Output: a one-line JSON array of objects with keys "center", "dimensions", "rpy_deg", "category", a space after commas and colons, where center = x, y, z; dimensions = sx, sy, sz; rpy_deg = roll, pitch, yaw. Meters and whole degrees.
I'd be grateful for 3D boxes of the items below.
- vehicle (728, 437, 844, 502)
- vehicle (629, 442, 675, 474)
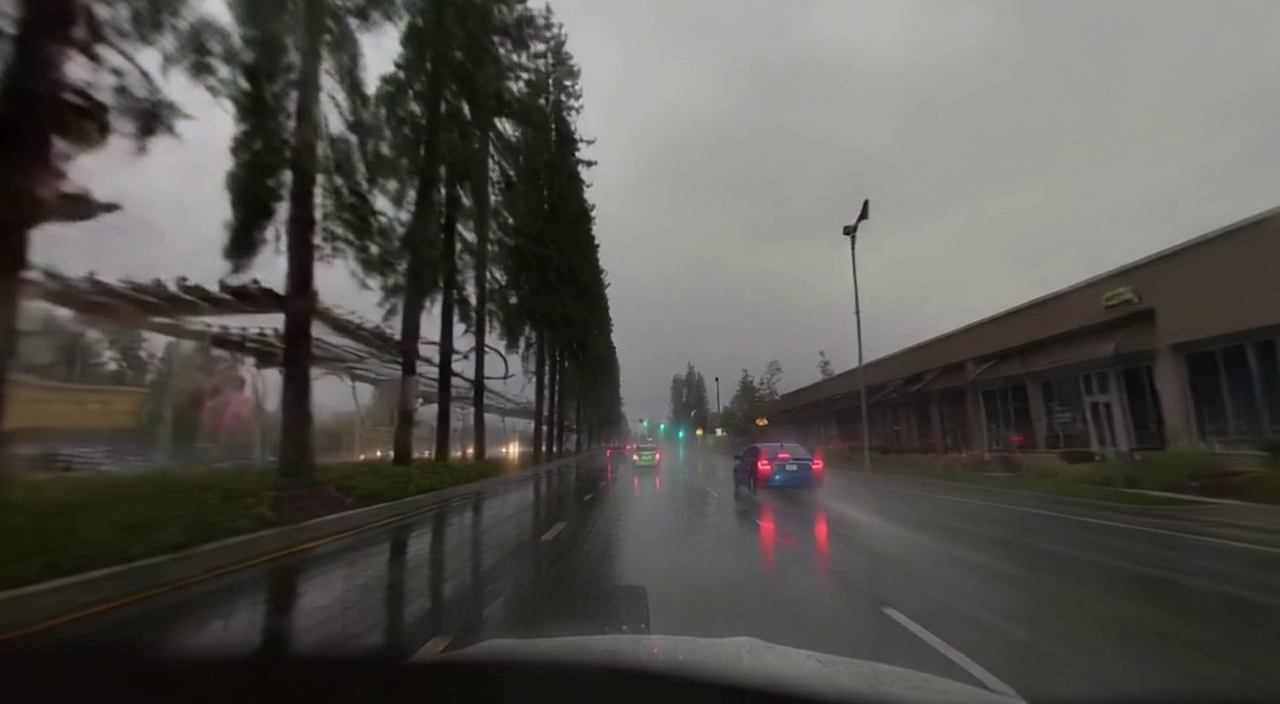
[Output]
[{"center": [3.739, 3.085, 17.008], "dimensions": [2.067, 1.497, 4.327], "rpy_deg": [0, -8, 0], "category": "vehicle"}, {"center": [0.560, 5.313, 31.899], "dimensions": [2.144, 1.505, 4.128], "rpy_deg": [0, -8, 0], "category": "vehicle"}]
